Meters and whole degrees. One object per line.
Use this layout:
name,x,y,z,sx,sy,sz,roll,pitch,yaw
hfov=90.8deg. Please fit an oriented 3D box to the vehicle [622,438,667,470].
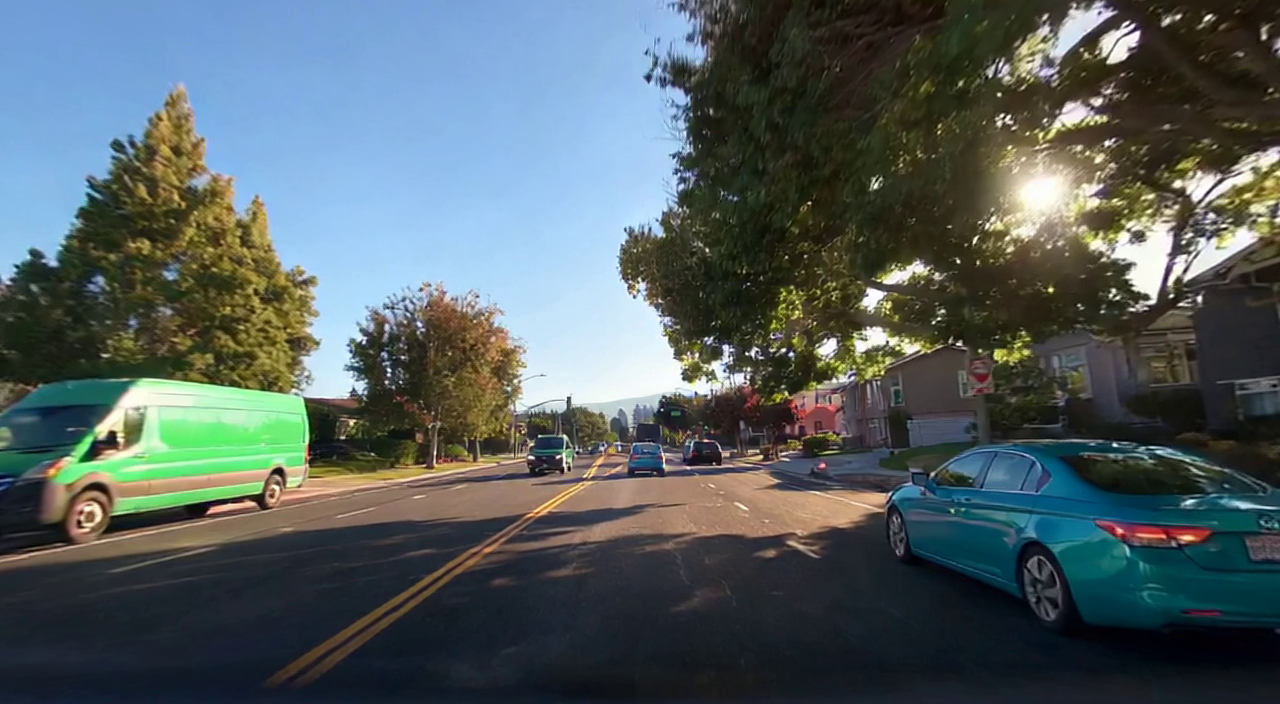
vehicle,0.209,5.171,32.217,2.114,1.483,4.207,0,-8,0

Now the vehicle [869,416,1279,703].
vehicle,3.619,1.330,4.957,1.973,1.447,4.402,0,-8,0

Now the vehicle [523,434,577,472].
vehicle,-4.450,5.109,32.126,2.054,1.772,4.817,0,-8,0

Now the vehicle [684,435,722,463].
vehicle,4.408,6.834,44.719,2.187,1.847,4.553,0,-8,0

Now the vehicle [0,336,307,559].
vehicle,-10.889,2.096,13.692,2.754,3.338,8.405,0,-9,-1
